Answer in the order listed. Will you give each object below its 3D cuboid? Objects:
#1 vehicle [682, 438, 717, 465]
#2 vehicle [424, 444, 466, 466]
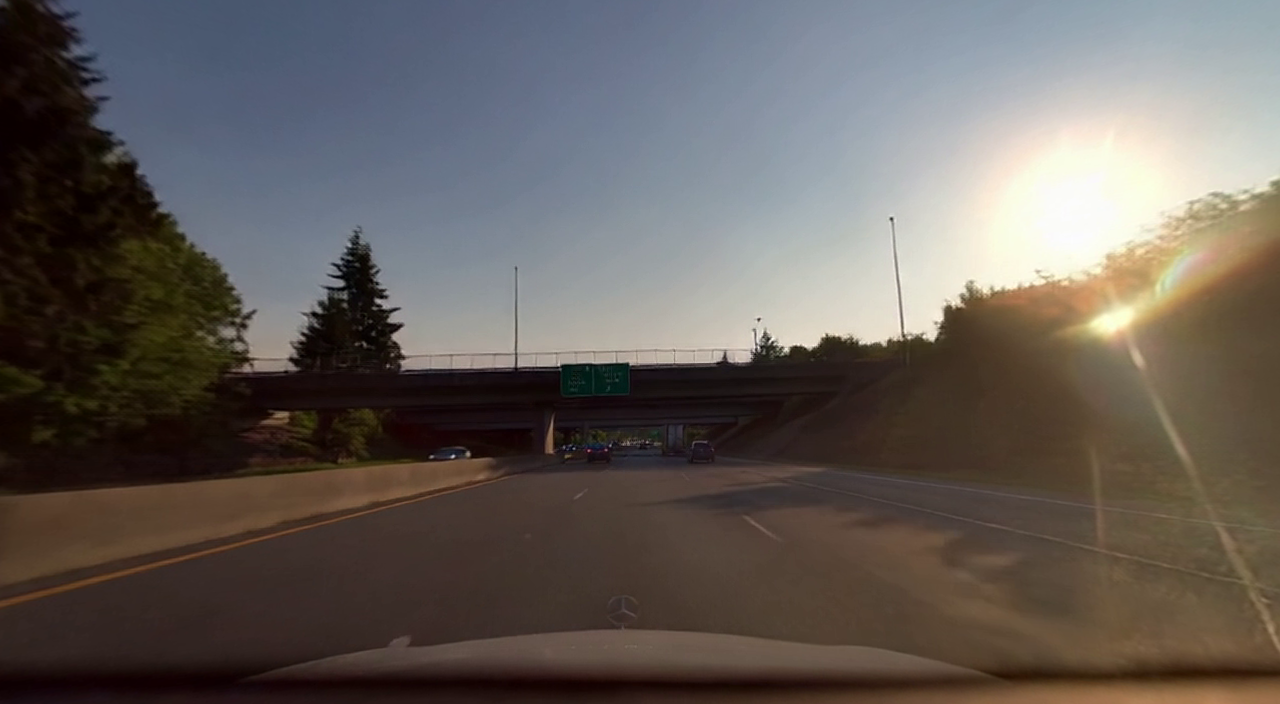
[{"bbox_3d":[4.508,7.610,48.313,2.100,1.889,4.969,0,-9,-1],"label":"vehicle"},{"bbox_3d":[-15.330,8.101,49.792,1.948,1.617,4.249,0,-9,0],"label":"vehicle"}]
